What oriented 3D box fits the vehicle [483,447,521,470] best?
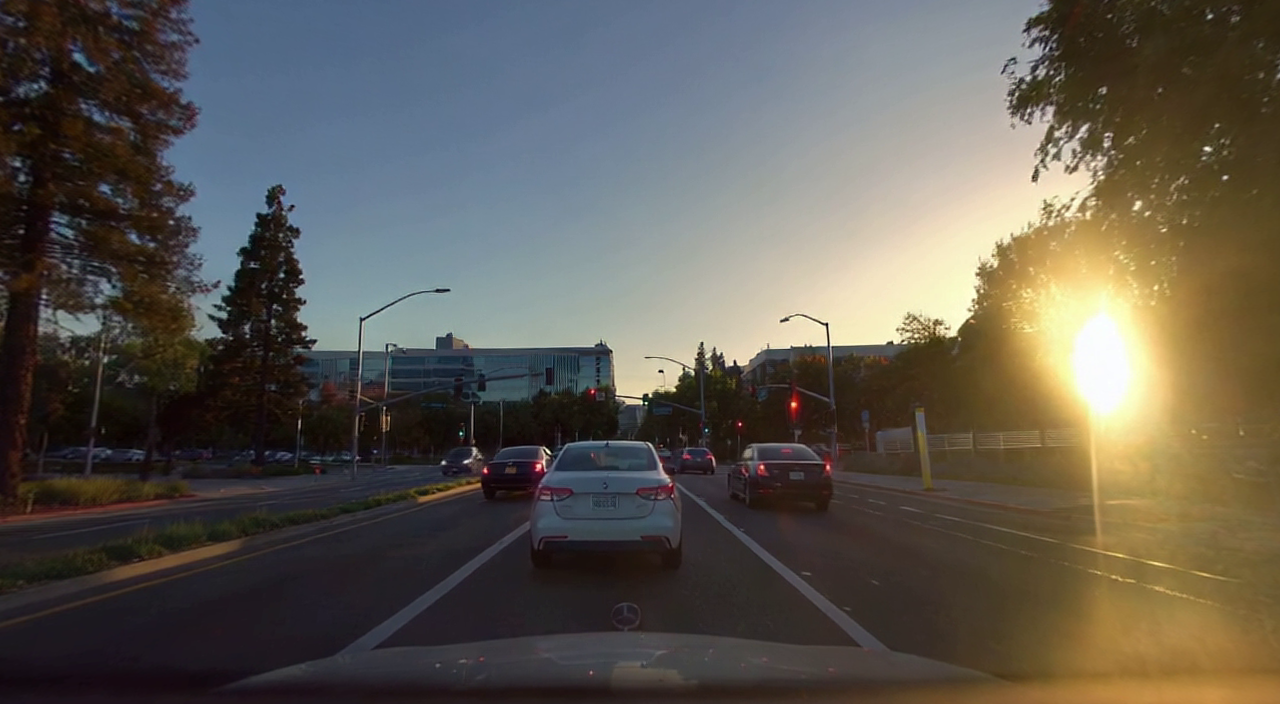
[{"bbox_3d":[-9.391,7.288,43.410,1.824,1.513,4.254,0,-9,-2],"label":"vehicle"}]

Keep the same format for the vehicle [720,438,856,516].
[{"bbox_3d":[3.133,2.725,14.333,1.910,1.474,4.263,0,-9,-2],"label":"vehicle"}]

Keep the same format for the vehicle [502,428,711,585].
[{"bbox_3d":[-0.355,1.760,7.944,2.006,1.487,3.535,0,-9,-1],"label":"vehicle"}]

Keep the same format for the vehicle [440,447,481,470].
[{"bbox_3d":[-13.767,8.185,48.825,1.985,1.689,4.461,0,-9,-2],"label":"vehicle"}]
